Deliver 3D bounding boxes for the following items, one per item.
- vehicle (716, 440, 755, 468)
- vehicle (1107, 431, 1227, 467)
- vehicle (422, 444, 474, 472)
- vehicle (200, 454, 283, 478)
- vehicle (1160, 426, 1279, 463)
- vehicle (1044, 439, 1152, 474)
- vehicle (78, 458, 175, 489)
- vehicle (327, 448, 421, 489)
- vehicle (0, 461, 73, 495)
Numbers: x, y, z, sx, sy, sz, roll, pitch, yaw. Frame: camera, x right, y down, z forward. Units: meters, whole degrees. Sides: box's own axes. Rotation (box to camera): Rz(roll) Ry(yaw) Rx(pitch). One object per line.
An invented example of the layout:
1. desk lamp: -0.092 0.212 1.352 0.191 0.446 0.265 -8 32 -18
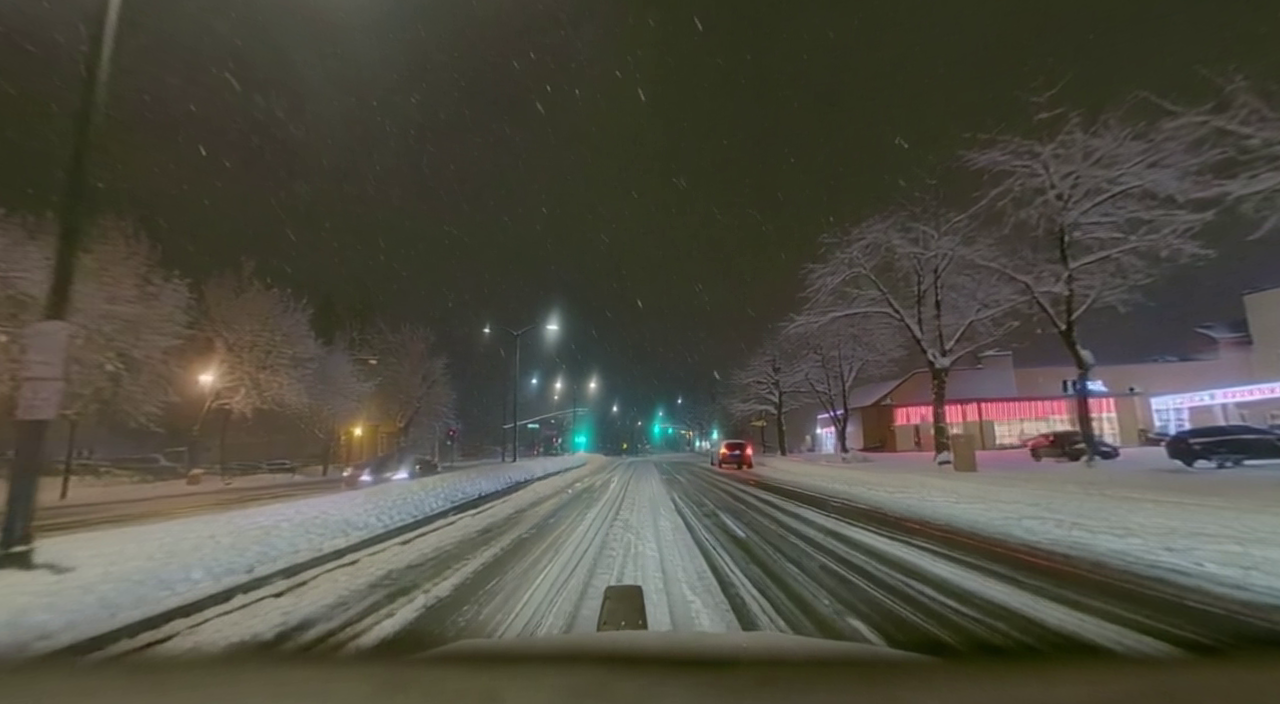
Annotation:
1. vehicle: 6.811 7.311 45.136 2.017 1.839 4.351 0 -9 -1
2. vehicle: 25.717 4.777 30.893 1.908 1.617 4.452 0 -9 -2
3. vehicle: -13.383 7.401 44.096 2.398 1.807 4.507 0 -9 -3
4. vehicle: -29.500 8.405 46.690 5.026 1.615 1.939 5 -10 -30
5. vehicle: 28.296 4.494 30.478 1.898 1.609 4.864 0 -9 0
6. vehicle: 22.846 5.180 31.566 2.025 1.586 4.486 -1 -8 0
7. vehicle: -31.144 7.362 38.240 4.351 1.547 1.998 3 -11 -34
8. vehicle: -12.267 5.367 29.421 2.082 1.712 5.122 0 -9 1
9. vehicle: -31.290 6.281 31.198 4.360 1.536 1.990 7 -11 -39
